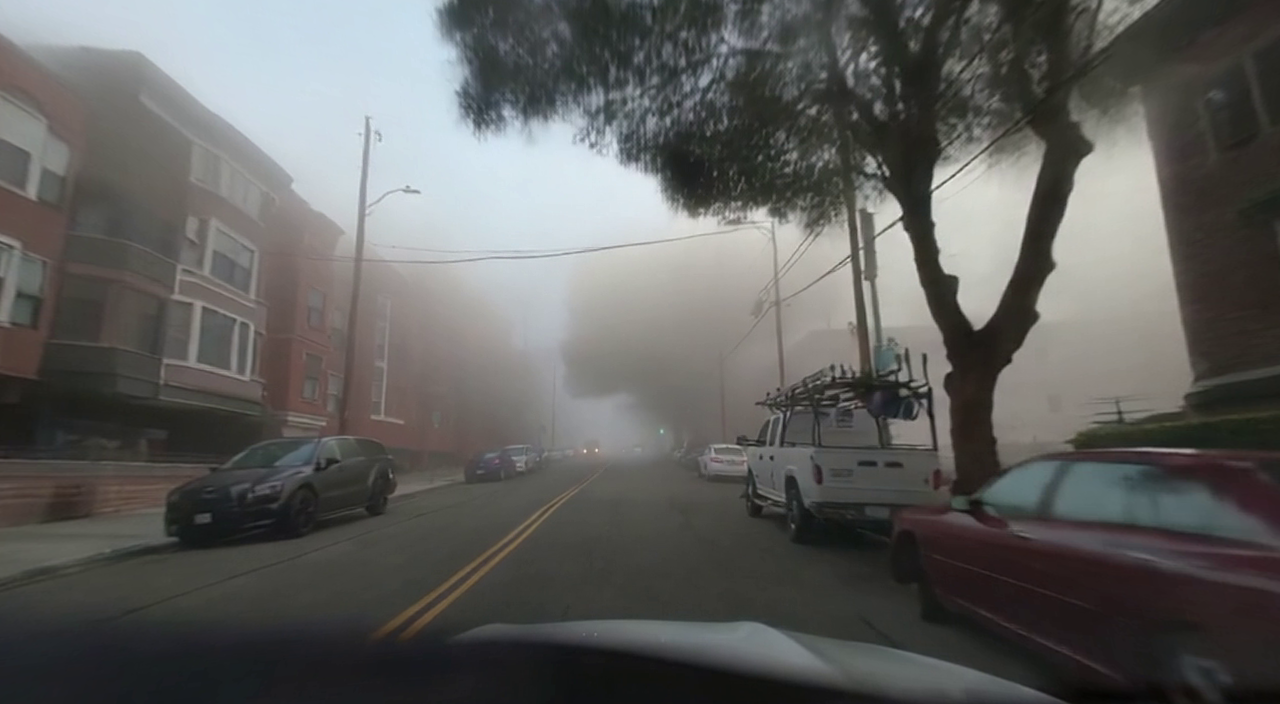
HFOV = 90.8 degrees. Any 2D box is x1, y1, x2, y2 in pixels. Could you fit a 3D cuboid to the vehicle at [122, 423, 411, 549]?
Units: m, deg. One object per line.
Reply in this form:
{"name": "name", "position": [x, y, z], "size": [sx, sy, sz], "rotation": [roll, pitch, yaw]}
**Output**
{"name": "vehicle", "position": [-6.737, 2.461, 12.516], "size": [2.259, 1.899, 5.643], "rotation": [0, -8, 0]}

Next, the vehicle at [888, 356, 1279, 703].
{"name": "vehicle", "position": [3.111, 1.024, 3.294], "size": [1.896, 1.675, 4.000], "rotation": [0, -8, -1]}

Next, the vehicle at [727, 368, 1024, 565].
{"name": "vehicle", "position": [3.075, 1.712, 10.118], "size": [2.480, 2.230, 5.704], "rotation": [0, -8, -1]}

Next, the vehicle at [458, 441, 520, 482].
{"name": "vehicle", "position": [-6.959, 5.059, 29.584], "size": [1.930, 1.756, 4.955], "rotation": [0, -8, -3]}
